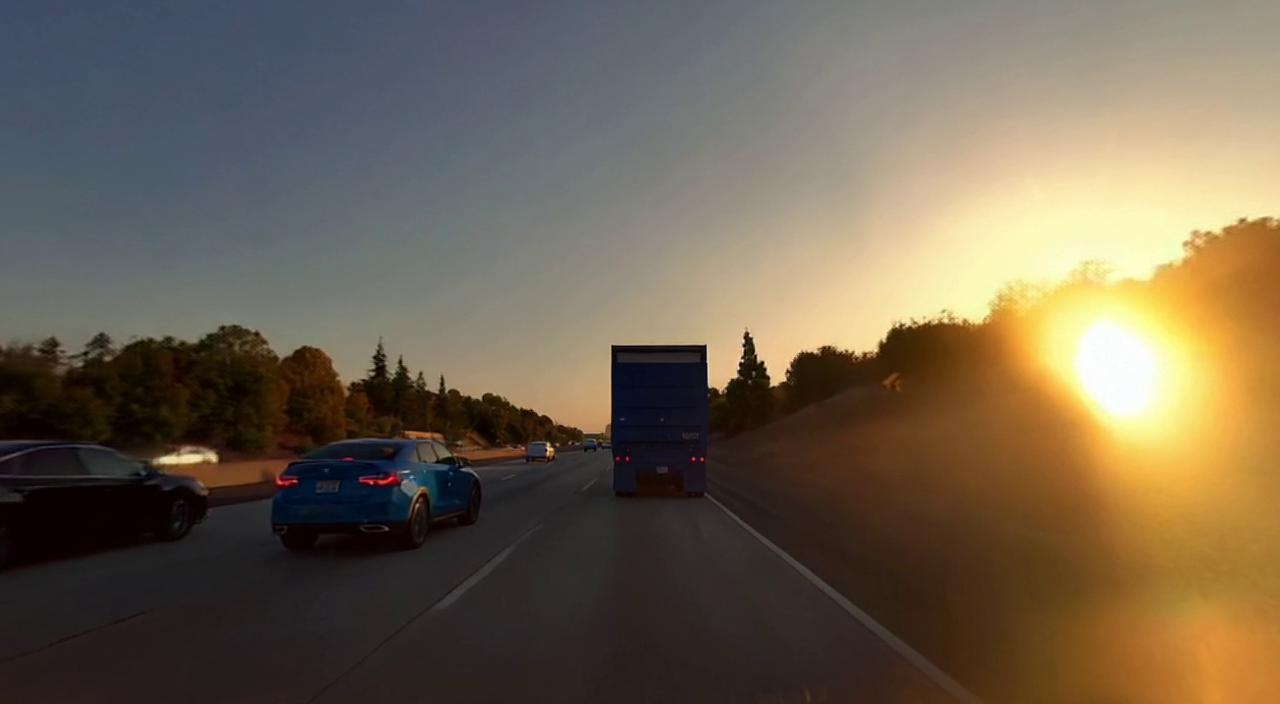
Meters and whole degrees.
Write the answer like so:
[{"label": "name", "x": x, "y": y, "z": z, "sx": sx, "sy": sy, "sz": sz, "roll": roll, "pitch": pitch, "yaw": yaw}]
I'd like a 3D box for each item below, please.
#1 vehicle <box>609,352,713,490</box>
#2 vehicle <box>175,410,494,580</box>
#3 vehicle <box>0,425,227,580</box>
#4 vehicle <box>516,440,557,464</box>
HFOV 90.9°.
[{"label": "vehicle", "x": 0.637, "y": 2.686, "z": 22.931, "sx": 2.870, "sy": 3.841, "sz": 10.653, "roll": 0, "pitch": -9, "yaw": 1}, {"label": "vehicle", "x": -3.536, "y": 1.736, "z": 8.445, "sx": 2.077, "sy": 1.671, "sz": 4.249, "roll": 0, "pitch": -9, "yaw": 1}, {"label": "vehicle", "x": -7.203, "y": 1.570, "z": 6.849, "sx": 2.063, "sy": 1.480, "sz": 4.842, "roll": 0, "pitch": -9, "yaw": 1}, {"label": "vehicle", "x": -6.720, "y": 6.554, "z": 41.467, "sx": 1.882, "sy": 1.451, "sz": 4.416, "roll": 0, "pitch": -9, "yaw": 1}]
